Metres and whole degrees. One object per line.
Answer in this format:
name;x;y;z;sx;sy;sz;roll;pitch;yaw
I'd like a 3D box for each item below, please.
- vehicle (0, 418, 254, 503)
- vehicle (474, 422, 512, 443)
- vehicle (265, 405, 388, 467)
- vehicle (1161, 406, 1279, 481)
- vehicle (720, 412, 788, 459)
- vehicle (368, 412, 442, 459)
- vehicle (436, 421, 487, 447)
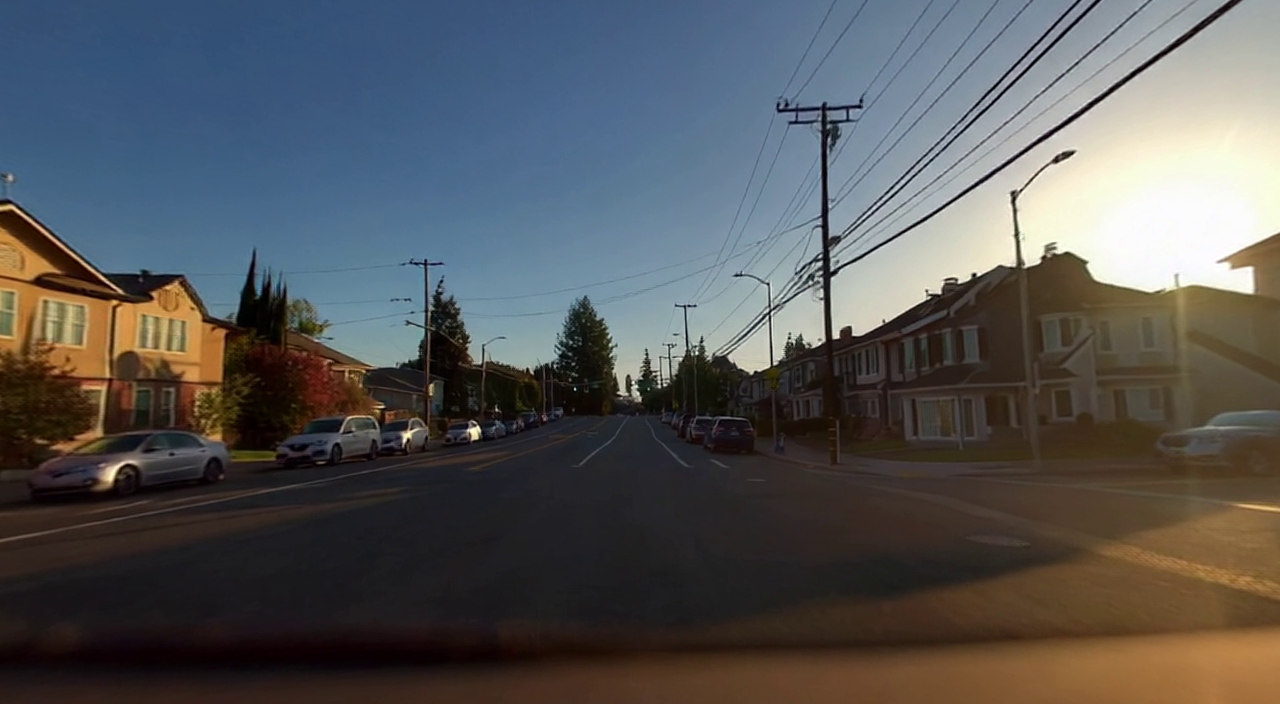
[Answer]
vehicle;-11.111;2.368;14.085;2.082;1.540;4.654;0;-9;0
vehicle;-11.366;6.275;49.051;1.903;1.535;4.342;0;-9;-1
vehicle;-11.125;3.084;22.887;2.056;1.980;4.763;0;-9;-1
vehicle;13.636;2.055;14.634;2.122;1.474;4.313;-8;-10;41
vehicle;4.387;3.329;24.899;1.867;1.680;4.176;0;-9;0
vehicle;-11.327;4.009;30.766;1.926;1.998;4.447;-4;-6;-1
vehicle;-11.124;5.197;39.678;2.051;1.520;4.374;0;-9;-2
